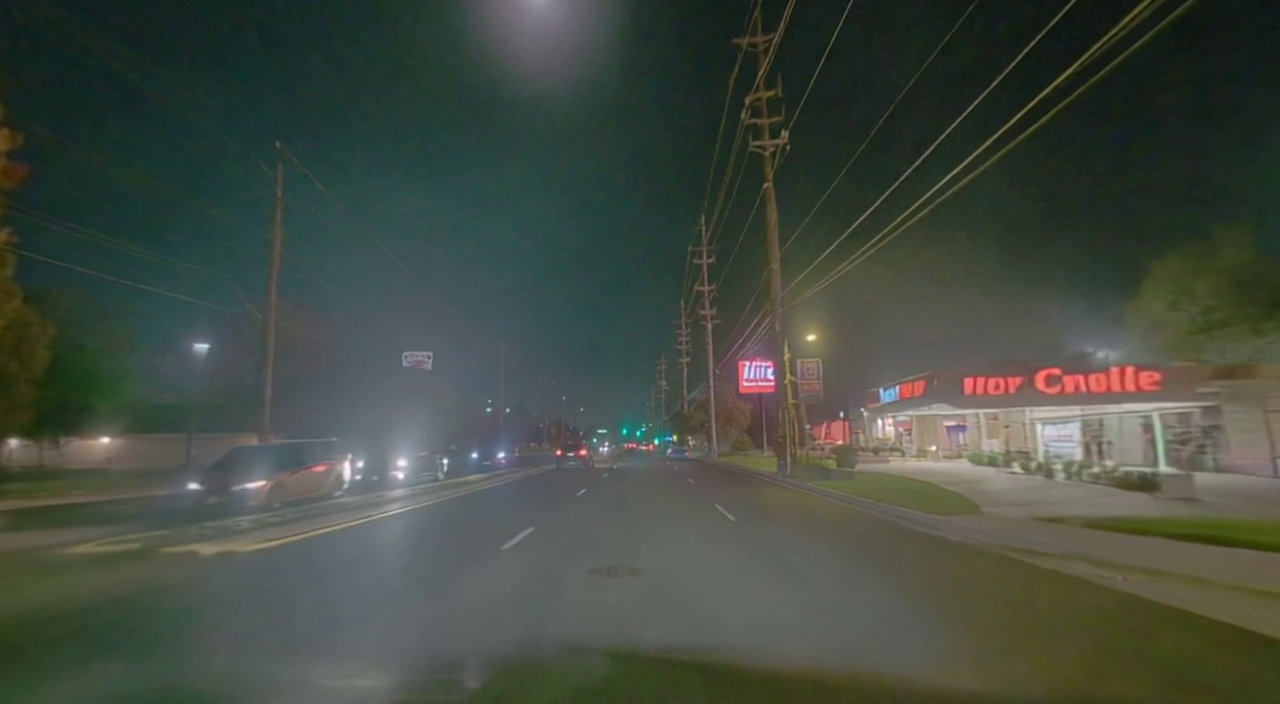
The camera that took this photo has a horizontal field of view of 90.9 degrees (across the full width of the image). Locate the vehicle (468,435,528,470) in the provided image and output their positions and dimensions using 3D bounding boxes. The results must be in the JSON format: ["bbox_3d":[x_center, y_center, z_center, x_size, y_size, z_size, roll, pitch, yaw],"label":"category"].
[{"bbox_3d":[-7.704,5.501,34.605,2.009,1.773,4.925,0,-9,2],"label":"vehicle"}]

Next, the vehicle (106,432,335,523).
[{"bbox_3d":[-7.906,2.377,12.410,1.760,1.487,3.890,0,-9,1],"label":"vehicle"}]

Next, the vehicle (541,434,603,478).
[{"bbox_3d":[-2.712,4.288,26.116,2.047,1.664,4.148,0,-9,1],"label":"vehicle"}]

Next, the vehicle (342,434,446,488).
[{"bbox_3d":[-8.082,3.616,21.154,1.795,1.607,4.059,0,-9,1],"label":"vehicle"}]

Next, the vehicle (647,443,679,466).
[{"bbox_3d":[1.546,6.806,42.117,1.978,1.455,4.195,0,-9,3],"label":"vehicle"}]
